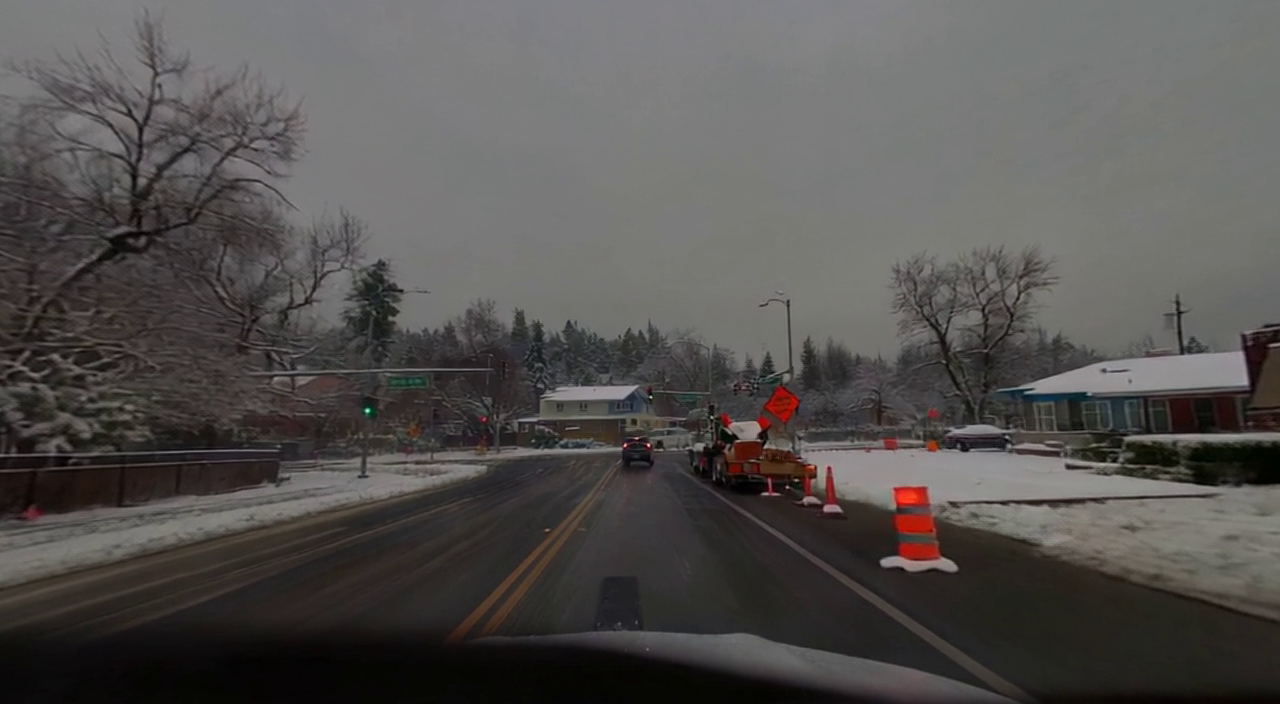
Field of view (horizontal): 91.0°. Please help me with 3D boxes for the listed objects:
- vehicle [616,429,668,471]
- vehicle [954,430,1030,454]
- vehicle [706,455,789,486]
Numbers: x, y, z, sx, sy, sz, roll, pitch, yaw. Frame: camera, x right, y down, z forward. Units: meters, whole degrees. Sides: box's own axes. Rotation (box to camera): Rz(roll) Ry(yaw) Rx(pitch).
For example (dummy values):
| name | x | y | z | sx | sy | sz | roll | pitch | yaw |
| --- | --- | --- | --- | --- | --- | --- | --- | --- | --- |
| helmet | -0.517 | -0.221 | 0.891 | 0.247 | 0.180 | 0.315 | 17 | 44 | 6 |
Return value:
| name | x | y | z | sx | sy | sz | roll | pitch | yaw |
| --- | --- | --- | --- | --- | --- | --- | --- | --- | --- |
| vehicle | 0.026 | 4.348 | 28.066 | 2.151 | 1.708 | 4.084 | 0 | -8 | -1 |
| vehicle | 24.450 | 6.267 | 43.767 | 4.151 | 1.429 | 1.743 | -3 | -8 | 3 |
| vehicle | 3.418 | 3.848 | 20.601 | 2.123 | 0.883 | 3.024 | 0 | -8 | -1 |
